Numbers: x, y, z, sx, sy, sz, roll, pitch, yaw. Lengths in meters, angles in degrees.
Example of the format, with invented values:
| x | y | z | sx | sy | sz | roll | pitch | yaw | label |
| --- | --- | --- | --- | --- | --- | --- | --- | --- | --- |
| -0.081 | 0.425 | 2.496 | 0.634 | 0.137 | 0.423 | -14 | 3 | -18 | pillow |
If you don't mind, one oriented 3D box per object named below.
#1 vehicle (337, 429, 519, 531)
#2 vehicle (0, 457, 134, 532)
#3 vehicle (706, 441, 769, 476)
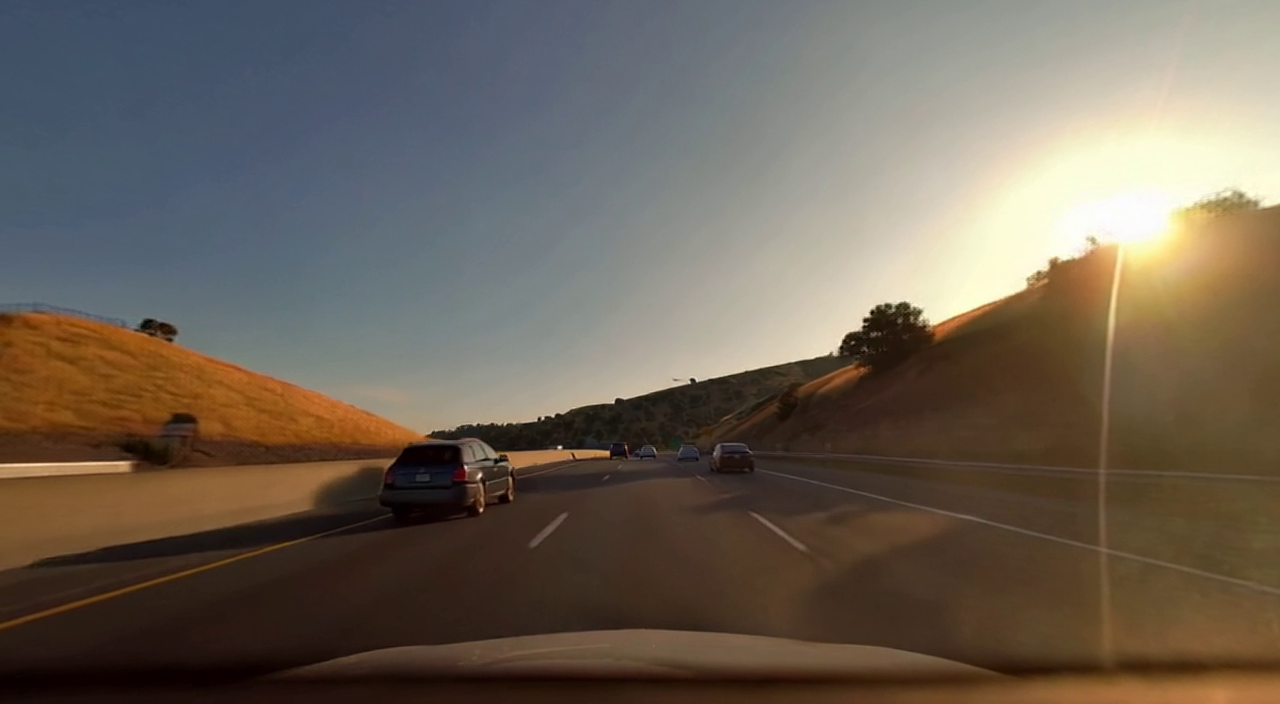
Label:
| x | y | z | sx | sy | sz | roll | pitch | yaw | label |
| --- | --- | --- | --- | --- | --- | --- | --- | --- | --- |
| -3.575 | 2.214 | 11.508 | 1.910 | 1.521 | 3.930 | 0 | -8 | 1 | vehicle |
| -39.115 | 8.719 | 38.505 | 2.899 | 4.149 | 16.070 | 0 | -8 | 1 | vehicle |
| 3.921 | 4.340 | 25.975 | 1.976 | 1.352 | 3.602 | 0 | -8 | -1 | vehicle |
